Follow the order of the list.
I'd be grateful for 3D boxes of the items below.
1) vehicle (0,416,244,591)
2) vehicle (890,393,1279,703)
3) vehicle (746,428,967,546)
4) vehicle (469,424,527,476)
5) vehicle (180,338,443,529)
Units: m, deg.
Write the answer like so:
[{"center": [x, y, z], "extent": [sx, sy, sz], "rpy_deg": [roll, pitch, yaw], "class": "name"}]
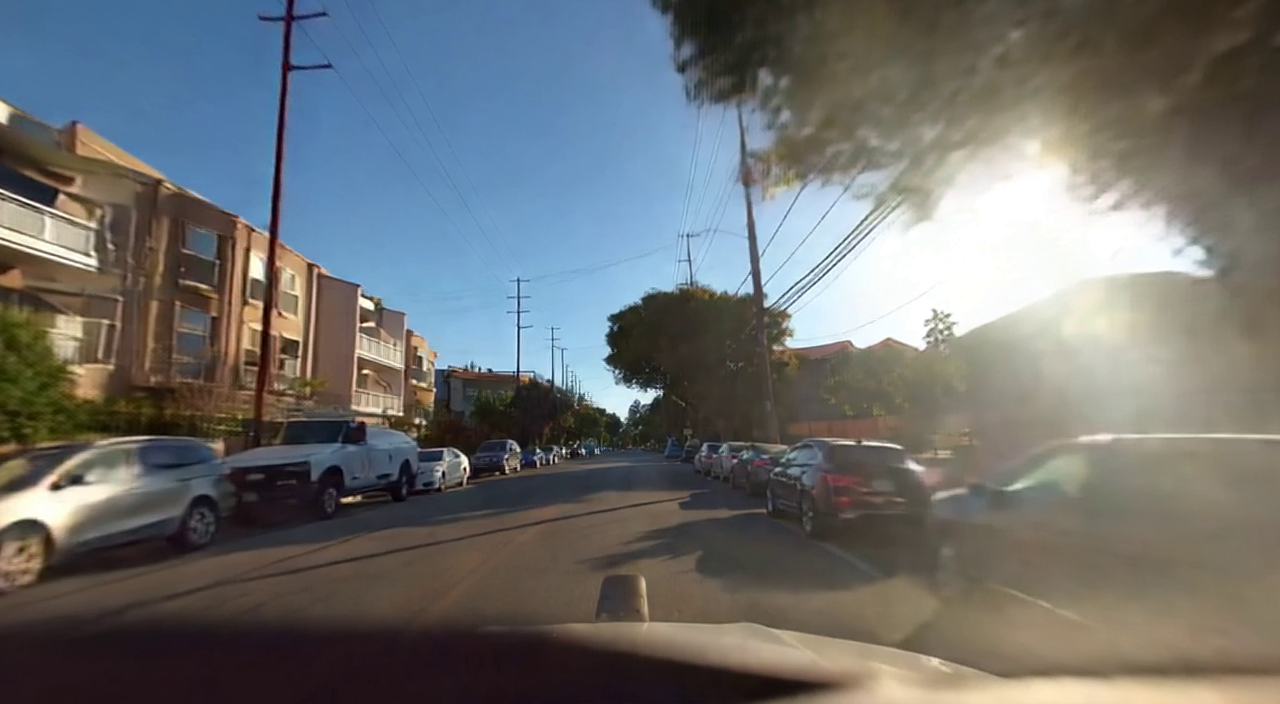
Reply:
[{"center": [-7.695, 1.909, 8.434], "extent": [1.955, 1.804, 4.523], "rpy_deg": [-3, -9, -1], "class": "vehicle"}, {"center": [3.688, 1.194, 4.275], "extent": [2.028, 1.555, 4.595], "rpy_deg": [0, -9, -1], "class": "vehicle"}, {"center": [3.346, 2.195, 11.038], "extent": [2.057, 1.554, 4.905], "rpy_deg": [0, -9, -1], "class": "vehicle"}, {"center": [-7.194, 5.001, 32.373], "extent": [1.889, 2.463, 4.142], "rpy_deg": [0, -9, 1], "class": "vehicle"}, {"center": [-7.515, 2.064, 15.839], "extent": [2.901, 3.610, 6.707], "rpy_deg": [-3, -8, 1], "class": "vehicle"}]
